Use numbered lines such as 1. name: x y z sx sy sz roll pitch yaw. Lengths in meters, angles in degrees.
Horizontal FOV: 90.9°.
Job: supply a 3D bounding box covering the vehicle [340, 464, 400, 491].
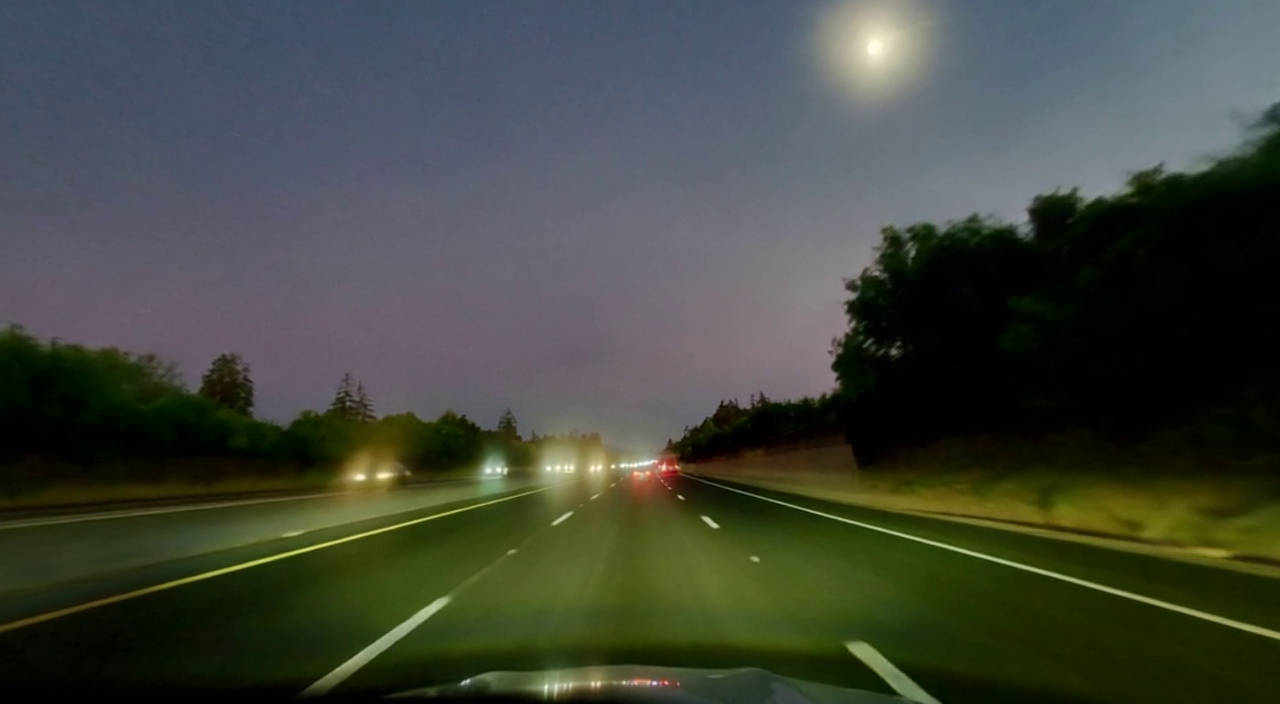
1. vehicle: -16.212 7.523 38.012 1.886 1.498 3.705 1 -10 0
